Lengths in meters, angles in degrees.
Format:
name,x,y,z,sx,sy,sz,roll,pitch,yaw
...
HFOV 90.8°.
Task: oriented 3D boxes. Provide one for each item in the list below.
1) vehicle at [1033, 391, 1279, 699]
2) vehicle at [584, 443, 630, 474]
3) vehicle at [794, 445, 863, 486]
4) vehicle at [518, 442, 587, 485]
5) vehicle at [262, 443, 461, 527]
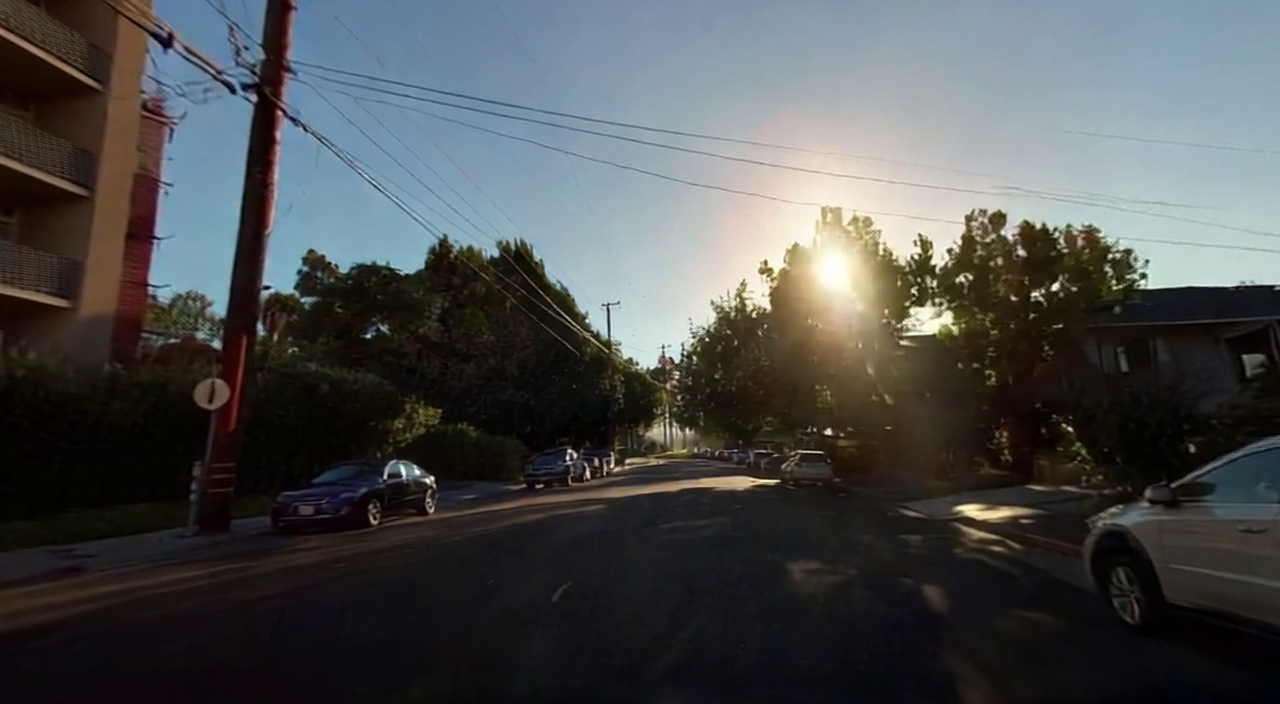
name,x,y,z,sx,sy,sz,roll,pitch,yaw
vehicle,4.633,1.092,3.692,2.180,1.677,4.432,-1,-8,6
vehicle,-2.131,7.121,42.081,1.953,1.699,4.234,-9,-11,9
vehicle,7.662,4.607,26.073,1.964,1.515,4.055,-1,-8,6
vehicle,-3.982,5.173,29.690,2.011,1.801,4.676,-1,-8,7
vehicle,-6.178,3.032,14.811,2.017,1.582,4.664,-3,-10,9
